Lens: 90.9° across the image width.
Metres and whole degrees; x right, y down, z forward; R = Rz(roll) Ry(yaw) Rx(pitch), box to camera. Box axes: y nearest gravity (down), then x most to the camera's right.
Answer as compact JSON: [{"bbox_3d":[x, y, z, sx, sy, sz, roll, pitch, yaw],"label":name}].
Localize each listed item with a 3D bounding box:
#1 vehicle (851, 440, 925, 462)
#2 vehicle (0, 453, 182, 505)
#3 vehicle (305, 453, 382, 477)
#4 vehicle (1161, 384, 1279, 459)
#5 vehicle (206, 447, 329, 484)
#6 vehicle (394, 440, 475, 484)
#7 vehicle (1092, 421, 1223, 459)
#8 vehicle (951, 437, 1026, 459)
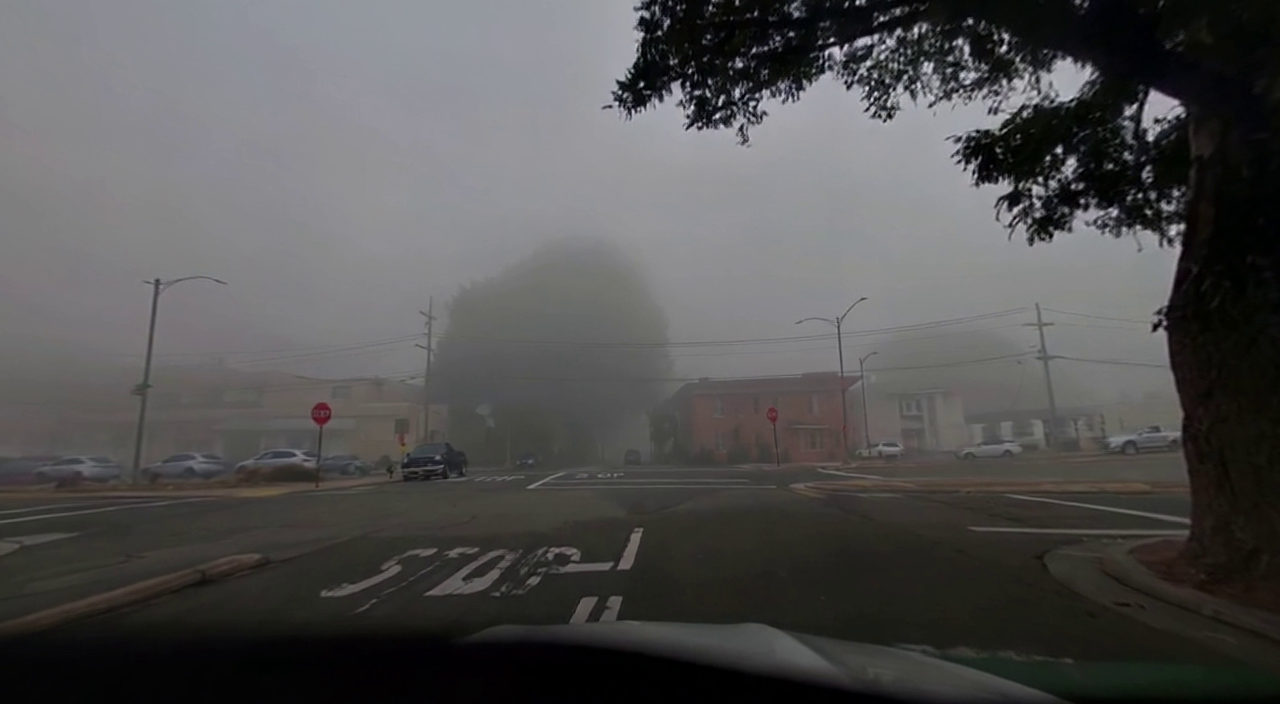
[{"bbox_3d":[17.874,7.117,45.529,4.528,1.458,1.939,1,-7,-4],"label":"vehicle"},{"bbox_3d":[-16.621,3.820,19.101,4.233,1.432,1.755,-1,-8,5],"label":"vehicle"},{"bbox_3d":[-20.277,7.739,43.222,4.277,1.527,1.987,0,-8,-3],"label":"vehicle"},{"bbox_3d":[33.109,3.566,32.209,10.986,3.604,2.707,0,-10,-6],"label":"vehicle"},{"bbox_3d":[-17.789,5.375,30.311,2.010,1.583,4.582,-6,-10,34],"label":"vehicle"},{"bbox_3d":[-8.714,4.674,27.205,2.156,1.620,4.945,0,-7,-4],"label":"vehicle"},{"bbox_3d":[28.847,4.909,35.256,5.277,2.032,2.408,1,-7,-4],"label":"vehicle"},{"bbox_3d":[25.403,7.002,46.014,4.323,1.507,1.896,0,-8,-4],"label":"vehicle"}]
